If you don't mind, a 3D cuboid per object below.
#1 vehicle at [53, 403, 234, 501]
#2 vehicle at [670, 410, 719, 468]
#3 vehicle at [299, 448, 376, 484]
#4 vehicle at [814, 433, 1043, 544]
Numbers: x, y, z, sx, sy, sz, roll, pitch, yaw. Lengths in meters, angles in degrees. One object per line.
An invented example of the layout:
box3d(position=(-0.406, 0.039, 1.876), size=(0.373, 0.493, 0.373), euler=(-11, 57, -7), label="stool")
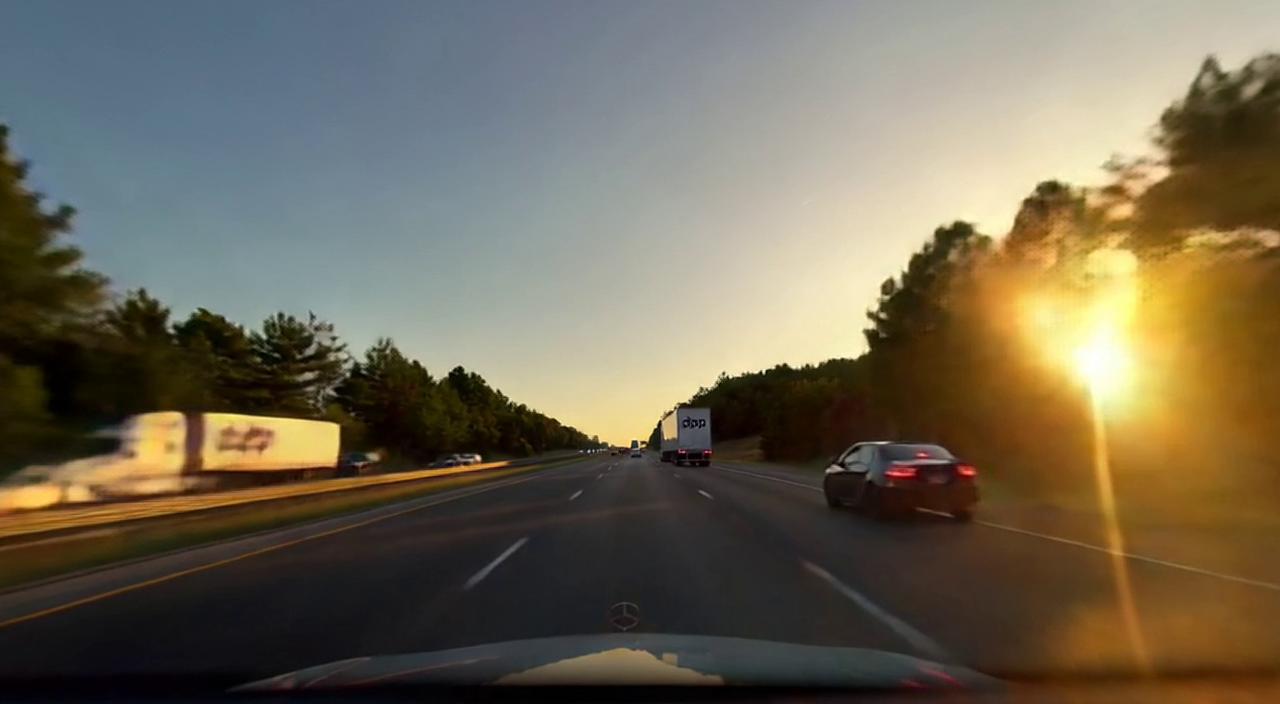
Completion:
box3d(position=(-21.415, 4.377, 27.695), size=(2.936, 3.817, 5.912), euler=(0, -9, 0), label="vehicle")
box3d(position=(3.895, 6.555, 46.911), size=(2.856, 3.933, 8.334), euler=(0, -9, 0), label="vehicle")
box3d(position=(-17.062, 6.425, 35.785), size=(2.063, 1.857, 4.825), euler=(0, -9, -1), label="vehicle")
box3d(position=(4.457, 2.150, 10.486), size=(1.910, 1.474, 3.776), euler=(0, -9, -2), label="vehicle")
